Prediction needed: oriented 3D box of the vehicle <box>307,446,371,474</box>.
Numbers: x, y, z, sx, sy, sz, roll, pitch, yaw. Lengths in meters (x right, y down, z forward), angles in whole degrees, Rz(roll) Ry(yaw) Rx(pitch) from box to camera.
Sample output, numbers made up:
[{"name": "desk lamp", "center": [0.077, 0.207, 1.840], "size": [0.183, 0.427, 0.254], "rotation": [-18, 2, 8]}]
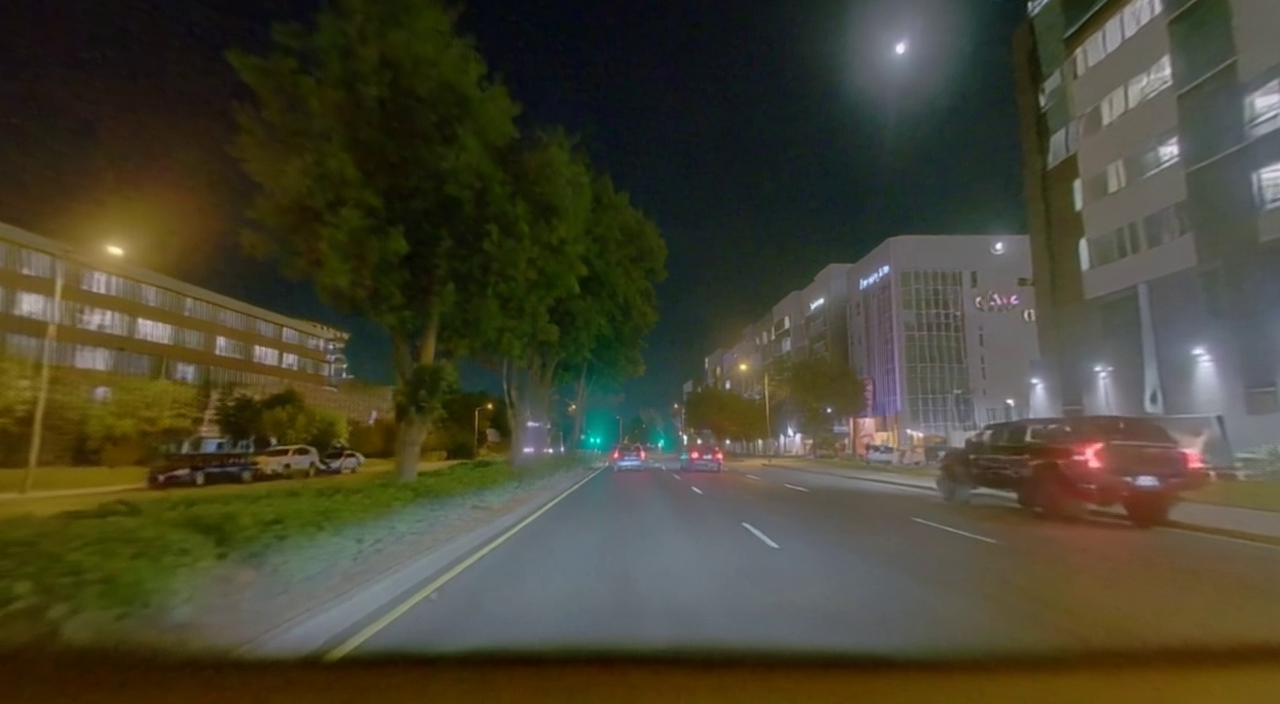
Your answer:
[{"name": "vehicle", "center": [-19.528, 7.027, 41.221], "size": [2.019, 1.687, 4.484], "rotation": [0, -8, -2]}]

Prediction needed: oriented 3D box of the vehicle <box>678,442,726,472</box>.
[{"name": "vehicle", "center": [3.238, 5.614, 33.910], "size": [1.993, 1.477, 4.240], "rotation": [0, -8, -3]}]

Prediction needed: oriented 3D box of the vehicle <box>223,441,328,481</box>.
[{"name": "vehicle", "center": [-19.336, 5.775, 33.890], "size": [2.241, 1.891, 5.637], "rotation": [0, -8, 0]}]

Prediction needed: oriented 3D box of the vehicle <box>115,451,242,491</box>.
[{"name": "vehicle", "center": [-19.425, 4.981, 26.915], "size": [1.874, 1.483, 4.742], "rotation": [0, -8, 0]}]

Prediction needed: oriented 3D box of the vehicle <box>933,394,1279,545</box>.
[{"name": "vehicle", "center": [10.261, 2.609, 14.930], "size": [3.082, 2.655, 7.381], "rotation": [0, -8, 0]}]

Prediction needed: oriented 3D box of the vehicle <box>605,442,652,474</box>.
[{"name": "vehicle", "center": [-0.572, 5.061, 30.439], "size": [2.101, 1.444, 4.248], "rotation": [0, -8, -1]}]

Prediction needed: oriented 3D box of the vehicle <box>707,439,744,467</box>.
[{"name": "vehicle", "center": [6.437, 7.686, 48.297], "size": [2.052, 1.990, 4.736], "rotation": [0, -8, -2]}]
